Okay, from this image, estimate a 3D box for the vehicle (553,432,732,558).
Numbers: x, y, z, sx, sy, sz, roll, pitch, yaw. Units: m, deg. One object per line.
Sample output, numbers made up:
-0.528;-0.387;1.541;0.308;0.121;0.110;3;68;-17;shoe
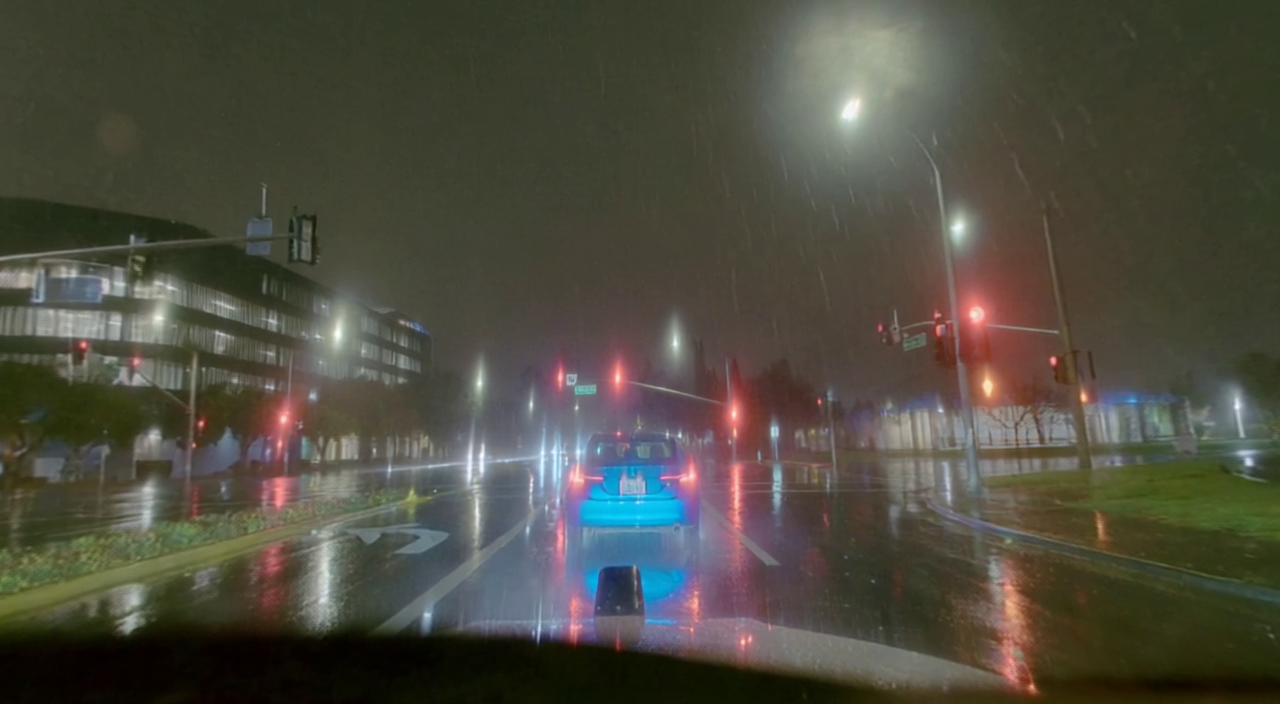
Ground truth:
-0.004;1.998;9.513;2.107;1.470;3.974;0;-9;-1;vehicle
